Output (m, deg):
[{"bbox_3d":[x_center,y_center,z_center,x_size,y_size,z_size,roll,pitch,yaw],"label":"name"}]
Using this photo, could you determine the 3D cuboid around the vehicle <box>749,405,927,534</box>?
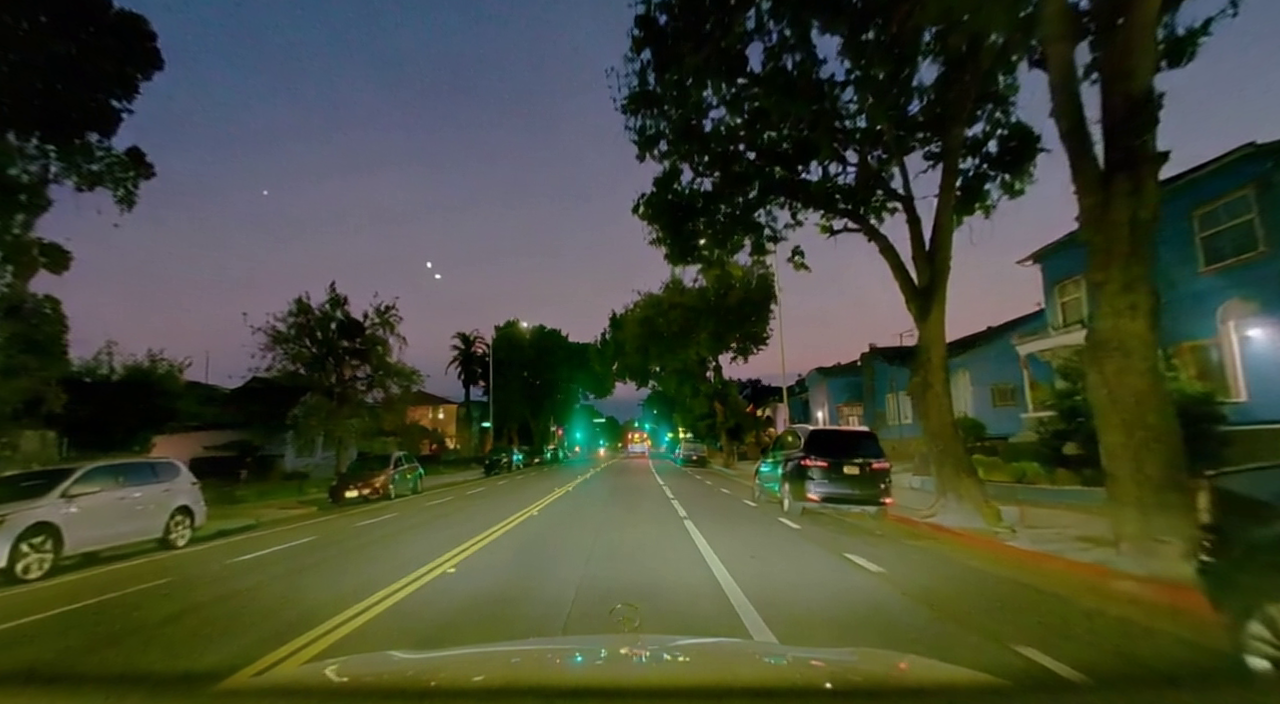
[{"bbox_3d":[3.667,2.250,12.722,2.131,1.995,4.626,3,-8,1],"label":"vehicle"}]

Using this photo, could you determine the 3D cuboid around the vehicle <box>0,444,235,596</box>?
[{"bbox_3d":[-8.426,2.332,9.079,1.989,1.726,5.129,-6,-9,-2],"label":"vehicle"}]

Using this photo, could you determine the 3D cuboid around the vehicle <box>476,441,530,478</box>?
[{"bbox_3d":[-8.333,6.599,39.030,2.094,1.840,5.450,-7,-8,-2],"label":"vehicle"}]

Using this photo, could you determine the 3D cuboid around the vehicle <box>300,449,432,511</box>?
[{"bbox_3d":[-8.389,3.905,19.889,1.921,1.494,4.884,-4,-8,1],"label":"vehicle"}]

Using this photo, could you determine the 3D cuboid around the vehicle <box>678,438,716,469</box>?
[{"bbox_3d":[3.889,6.985,43.724,2.060,1.833,4.927,4,-9,0],"label":"vehicle"}]
